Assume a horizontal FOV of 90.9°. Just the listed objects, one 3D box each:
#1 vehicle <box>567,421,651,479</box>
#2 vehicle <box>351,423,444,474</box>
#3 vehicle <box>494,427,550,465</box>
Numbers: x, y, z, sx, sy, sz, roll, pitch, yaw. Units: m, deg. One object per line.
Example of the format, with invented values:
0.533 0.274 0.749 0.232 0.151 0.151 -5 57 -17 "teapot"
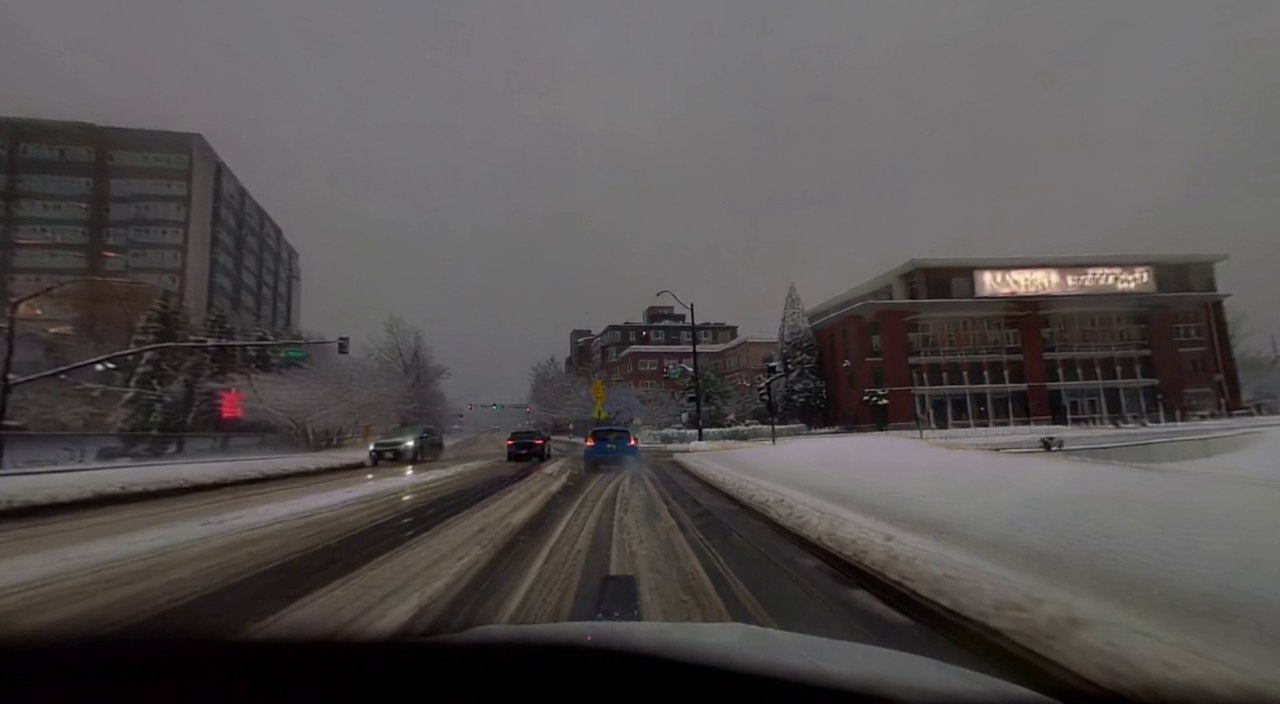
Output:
-0.829 3.002 19.586 2.231 1.572 4.227 0 -8 2 "vehicle"
-8.982 3.597 23.776 1.994 1.717 4.380 0 -8 -4 "vehicle"
-4.950 3.992 26.847 2.023 1.485 3.721 1 -8 -6 "vehicle"
